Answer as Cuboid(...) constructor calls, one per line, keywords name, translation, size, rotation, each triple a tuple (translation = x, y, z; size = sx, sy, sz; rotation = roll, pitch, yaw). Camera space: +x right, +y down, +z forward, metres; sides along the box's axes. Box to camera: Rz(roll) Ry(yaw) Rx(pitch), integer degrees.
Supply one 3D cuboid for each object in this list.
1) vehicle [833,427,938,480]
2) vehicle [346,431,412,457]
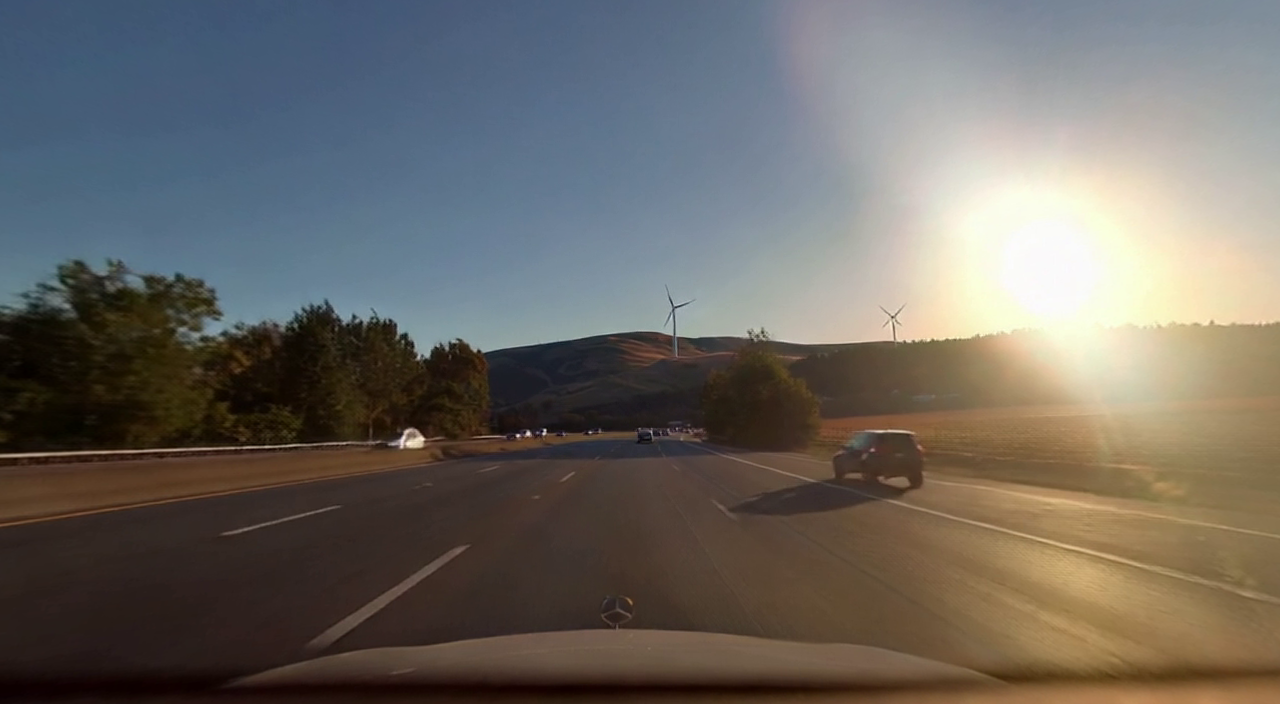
Cuboid(name="vehicle", translation=(7.849, 3.266, 20.414), size=(1.926, 1.559, 2.968), rotation=(1, -8, -6))
Cuboid(name="vehicle", translation=(-16.171, 5.707, 39.322), size=(2.122, 1.528, 4.581), rotation=(0, -8, 0))
